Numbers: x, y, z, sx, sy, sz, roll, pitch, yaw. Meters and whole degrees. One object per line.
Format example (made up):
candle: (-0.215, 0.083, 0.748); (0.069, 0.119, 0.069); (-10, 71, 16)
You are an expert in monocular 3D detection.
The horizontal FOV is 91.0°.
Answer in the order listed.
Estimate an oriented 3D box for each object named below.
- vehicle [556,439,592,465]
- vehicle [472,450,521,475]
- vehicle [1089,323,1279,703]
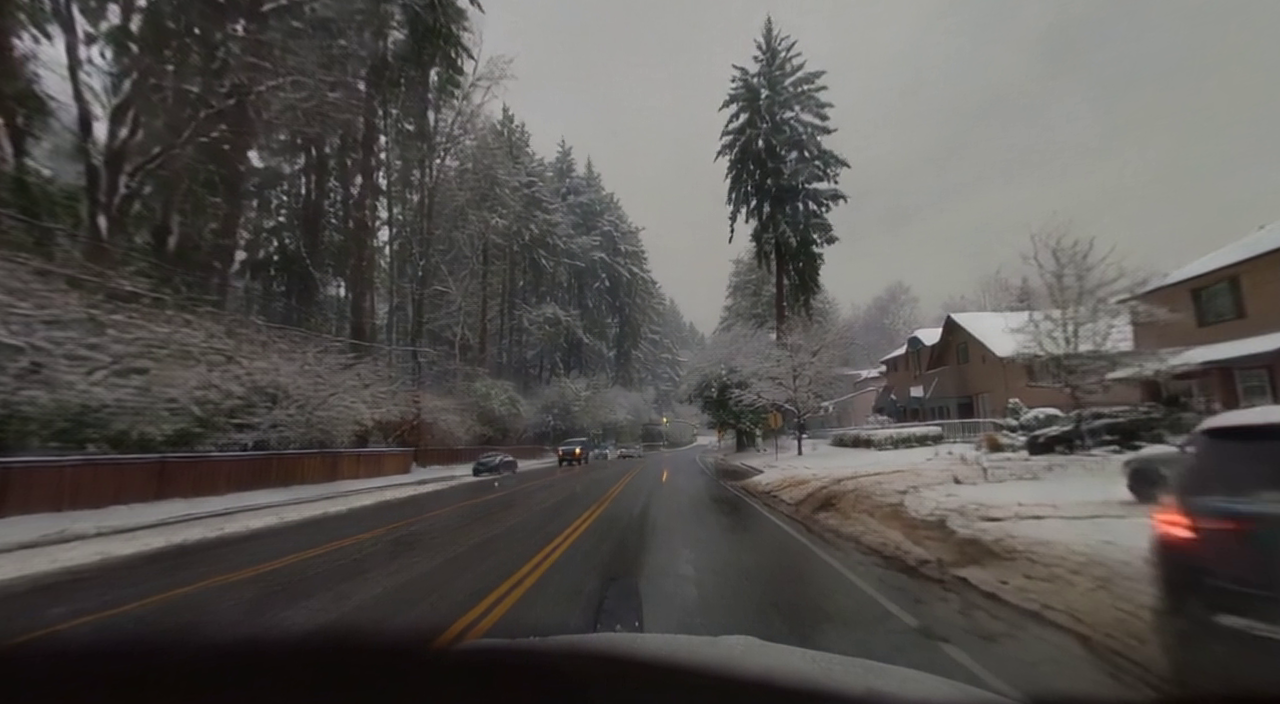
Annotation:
vehicle: (-4.960, 7.601, 48.007); (2.063, 1.859, 4.812); (0, -8, 2)
vehicle: (-8.958, 6.932, 39.763); (1.865, 1.441, 4.422); (0, -8, 3)
vehicle: (4.973, 0.899, 3.673); (4.724, 1.862, 2.268); (5, -10, -36)
